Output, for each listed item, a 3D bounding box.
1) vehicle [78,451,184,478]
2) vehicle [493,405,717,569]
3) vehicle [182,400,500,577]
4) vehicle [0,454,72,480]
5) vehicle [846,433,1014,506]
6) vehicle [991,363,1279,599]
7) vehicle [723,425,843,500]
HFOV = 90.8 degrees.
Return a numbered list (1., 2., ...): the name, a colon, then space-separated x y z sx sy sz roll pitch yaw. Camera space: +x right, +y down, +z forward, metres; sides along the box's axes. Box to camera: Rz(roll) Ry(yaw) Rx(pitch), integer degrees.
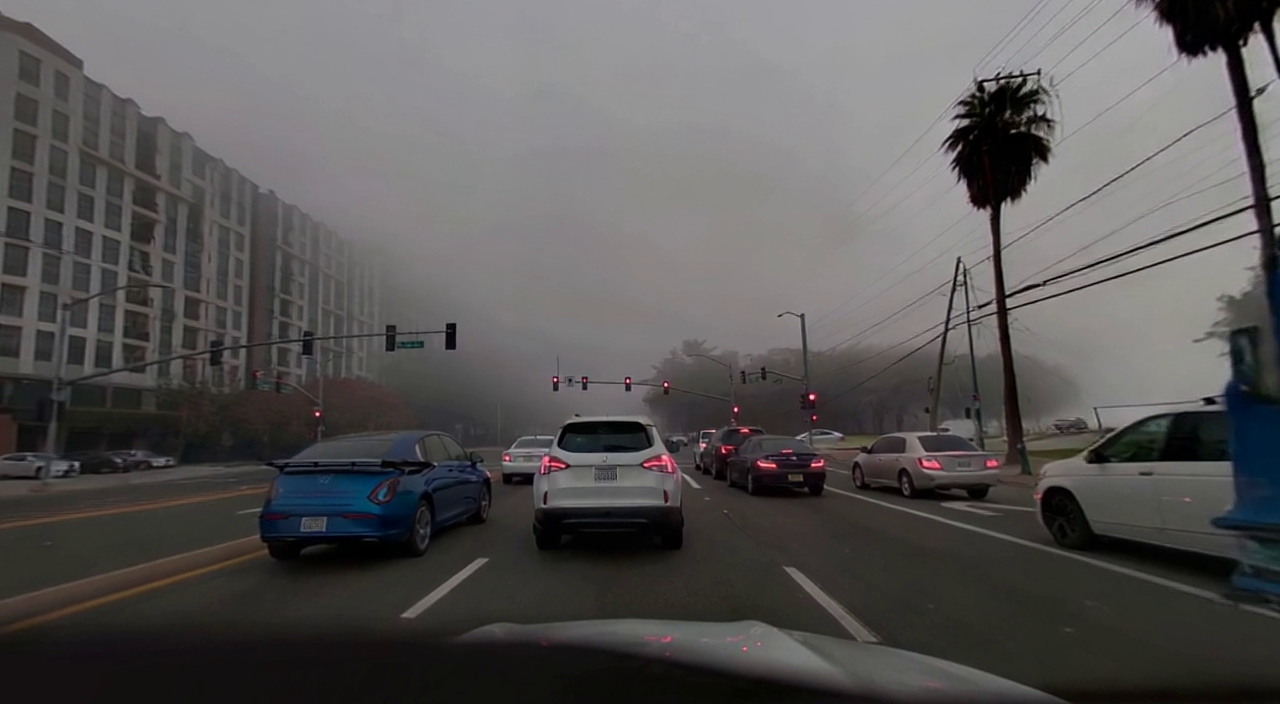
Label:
1. vehicle: -35.695 7.877 44.461 5.422 1.765 1.937 1 -9 -8
2. vehicle: -0.407 1.707 8.723 2.302 1.681 4.217 0 -8 -1
3. vehicle: -3.526 1.707 8.674 2.136 1.779 4.417 0 -8 1
4. vehicle: -42.476 7.876 43.260 4.867 1.689 1.971 1 -9 -8
5. vehicle: 6.537 2.680 14.863 1.764 1.451 4.300 0 -8 -2
6. vehicle: 6.474 1.333 6.930 2.130 1.979 5.310 0 -8 -1
7. vehicle: 3.339 2.679 15.640 1.975 1.598 4.025 0 -8 -1
